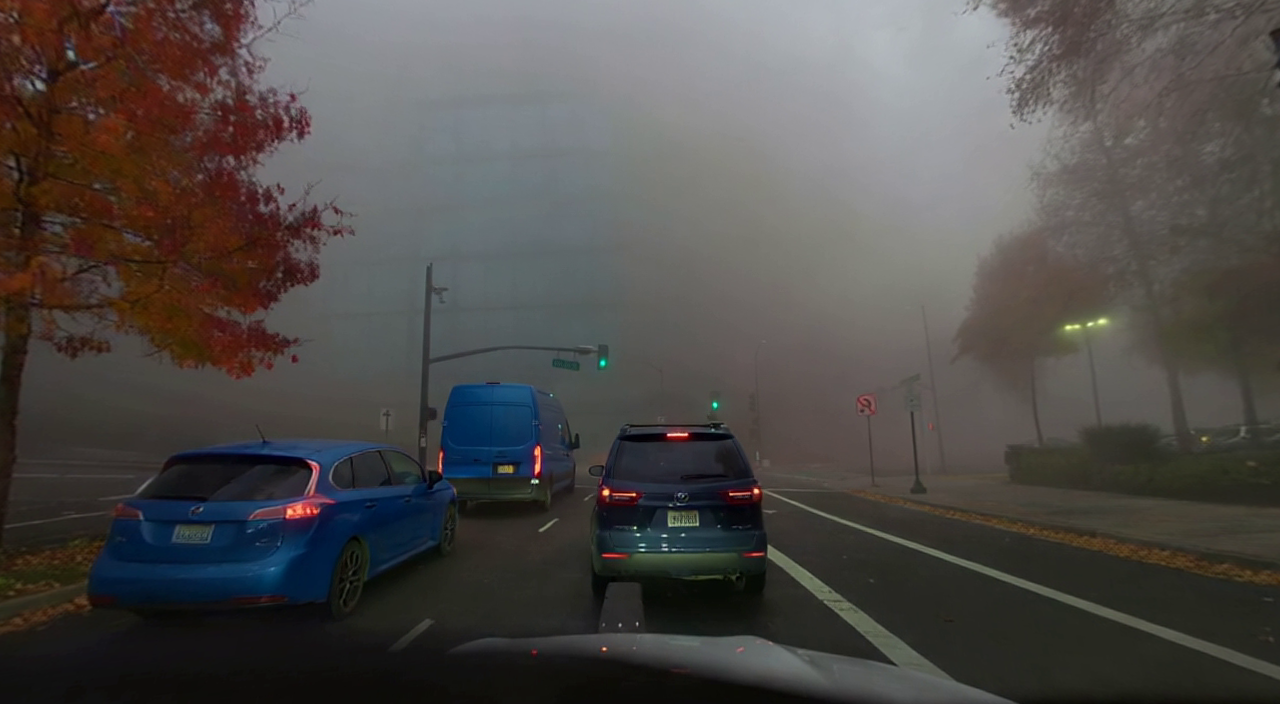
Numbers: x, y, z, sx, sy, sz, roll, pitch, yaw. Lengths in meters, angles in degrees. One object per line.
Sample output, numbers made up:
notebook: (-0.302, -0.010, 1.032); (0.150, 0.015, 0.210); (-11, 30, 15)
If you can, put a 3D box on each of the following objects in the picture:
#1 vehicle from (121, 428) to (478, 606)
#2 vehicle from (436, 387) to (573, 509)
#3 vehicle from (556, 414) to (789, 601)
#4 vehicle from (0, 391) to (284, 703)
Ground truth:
vehicle: (-3.485, 1.758, 7.570); (1.955, 1.499, 4.223); (0, -9, 0)
vehicle: (-3.263, 2.538, 16.600); (2.343, 2.635, 5.684); (0, -9, 0)
vehicle: (0.193, 1.604, 7.214); (1.979, 1.562, 3.630); (0, -9, -3)
vehicle: (-2.910, 0.819, 1.522); (1.893, 1.491, 3.798); (0, -9, -1)
